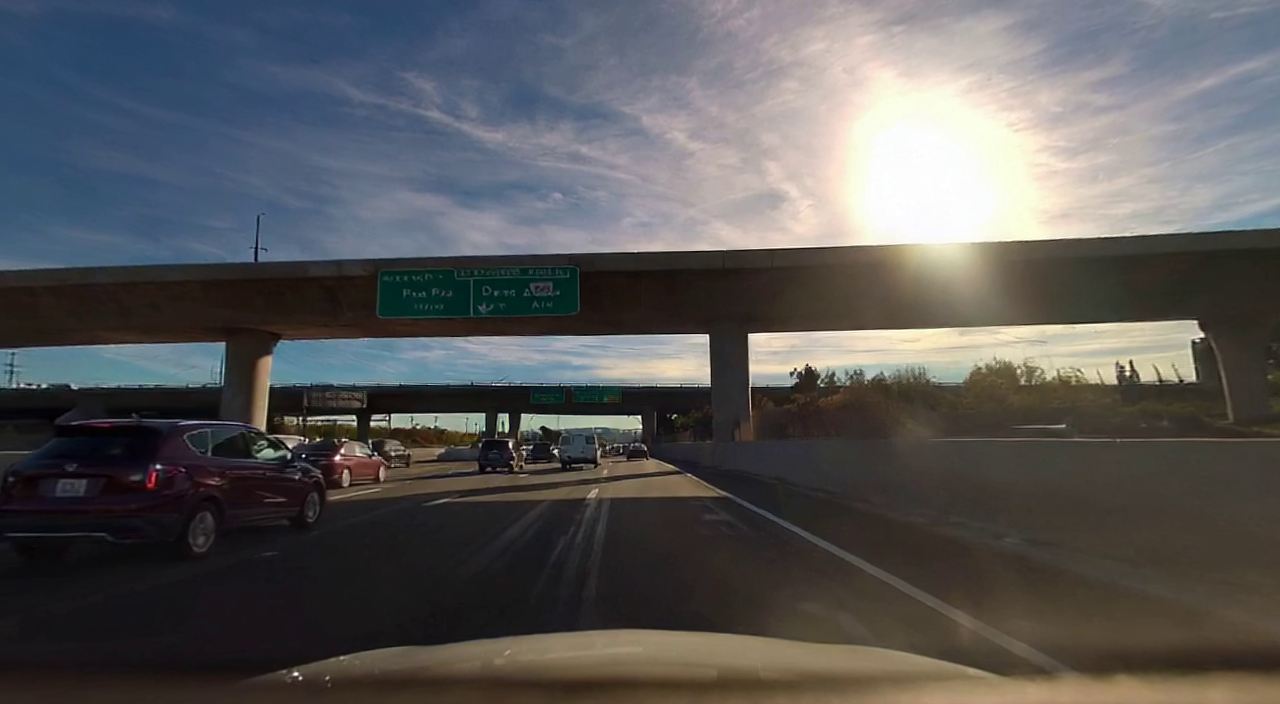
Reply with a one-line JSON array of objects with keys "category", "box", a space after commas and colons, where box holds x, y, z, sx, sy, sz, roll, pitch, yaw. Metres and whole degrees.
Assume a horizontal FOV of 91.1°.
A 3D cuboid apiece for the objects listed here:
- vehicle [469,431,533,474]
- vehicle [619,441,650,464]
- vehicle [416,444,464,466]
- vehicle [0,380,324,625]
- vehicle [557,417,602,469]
[{"category": "vehicle", "box": [-6.796, 4.986, 31.309, 2.179, 1.948, 4.618, 0, -8, -1]}, {"category": "vehicle", "box": [-0.477, 7.257, 45.511, 2.079, 1.506, 4.488, 0, -8, -2]}, {"category": "vehicle", "box": [-13.767, 7.098, 43.493, 1.899, 1.485, 4.368, 0, -8, -1]}, {"category": "vehicle", "box": [-6.014, 1.422, 6.706, 2.355, 1.805, 5.938, 0, -8, -2]}, {"category": "vehicle", "box": [-3.538, 5.498, 37.897, 2.301, 2.843, 6.458, 0, -8, -2]}]
